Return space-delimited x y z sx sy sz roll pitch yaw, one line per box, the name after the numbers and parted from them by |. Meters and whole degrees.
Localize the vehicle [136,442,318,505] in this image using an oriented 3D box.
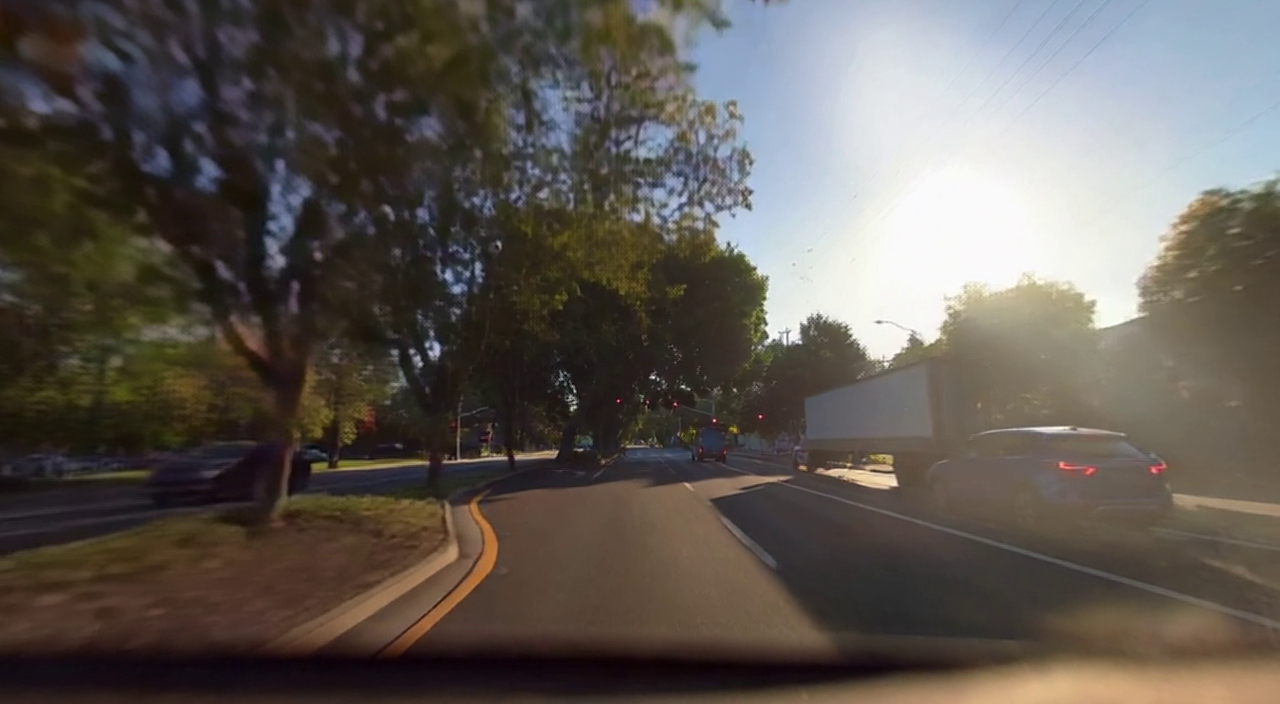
-11.231 3.294 17.703 1.954 1.496 4.590 0 -8 1 | vehicle

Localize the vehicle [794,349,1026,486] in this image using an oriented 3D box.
10.341 3.218 27.977 2.975 4.201 17.050 0 -8 1 | vehicle

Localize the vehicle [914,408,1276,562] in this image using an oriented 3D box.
6.283 1.874 9.672 2.012 1.754 4.635 0 -8 -1 | vehicle
